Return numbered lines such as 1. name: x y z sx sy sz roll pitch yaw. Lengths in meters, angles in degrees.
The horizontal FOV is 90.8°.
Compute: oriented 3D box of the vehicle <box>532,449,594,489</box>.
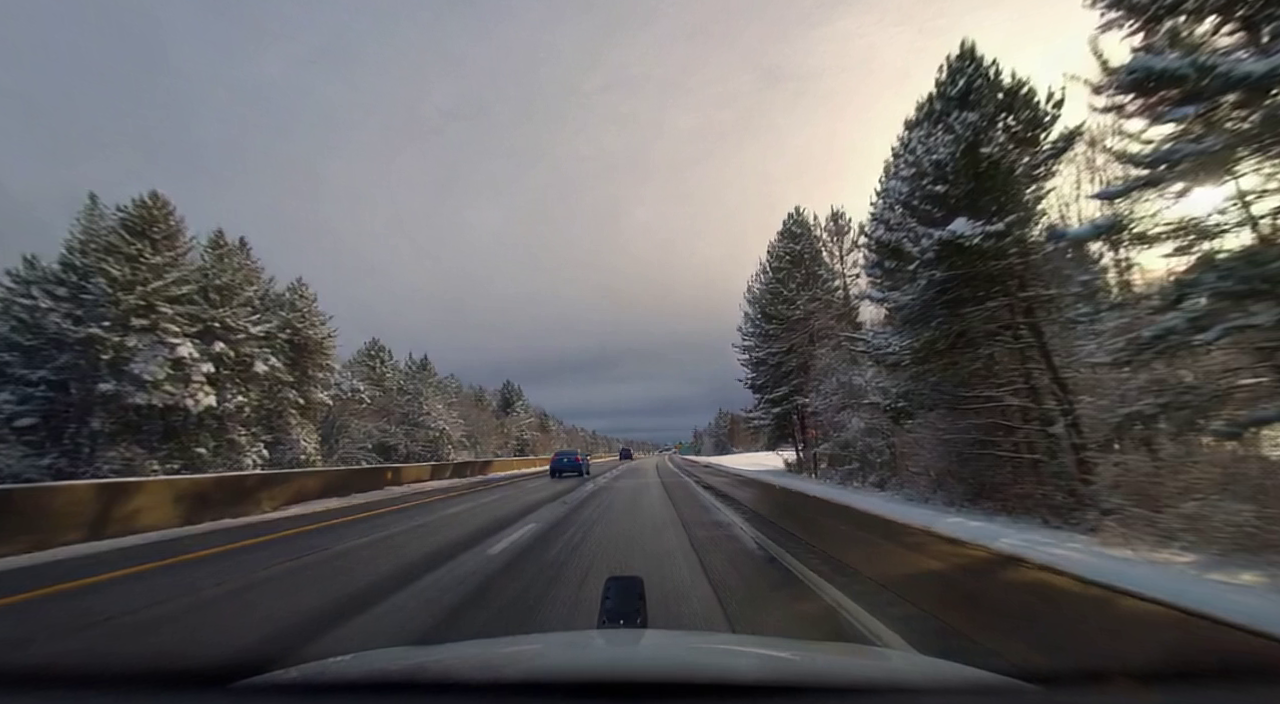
1. vehicle: -3.013 4.685 25.541 1.917 1.450 3.997 0 -9 1
